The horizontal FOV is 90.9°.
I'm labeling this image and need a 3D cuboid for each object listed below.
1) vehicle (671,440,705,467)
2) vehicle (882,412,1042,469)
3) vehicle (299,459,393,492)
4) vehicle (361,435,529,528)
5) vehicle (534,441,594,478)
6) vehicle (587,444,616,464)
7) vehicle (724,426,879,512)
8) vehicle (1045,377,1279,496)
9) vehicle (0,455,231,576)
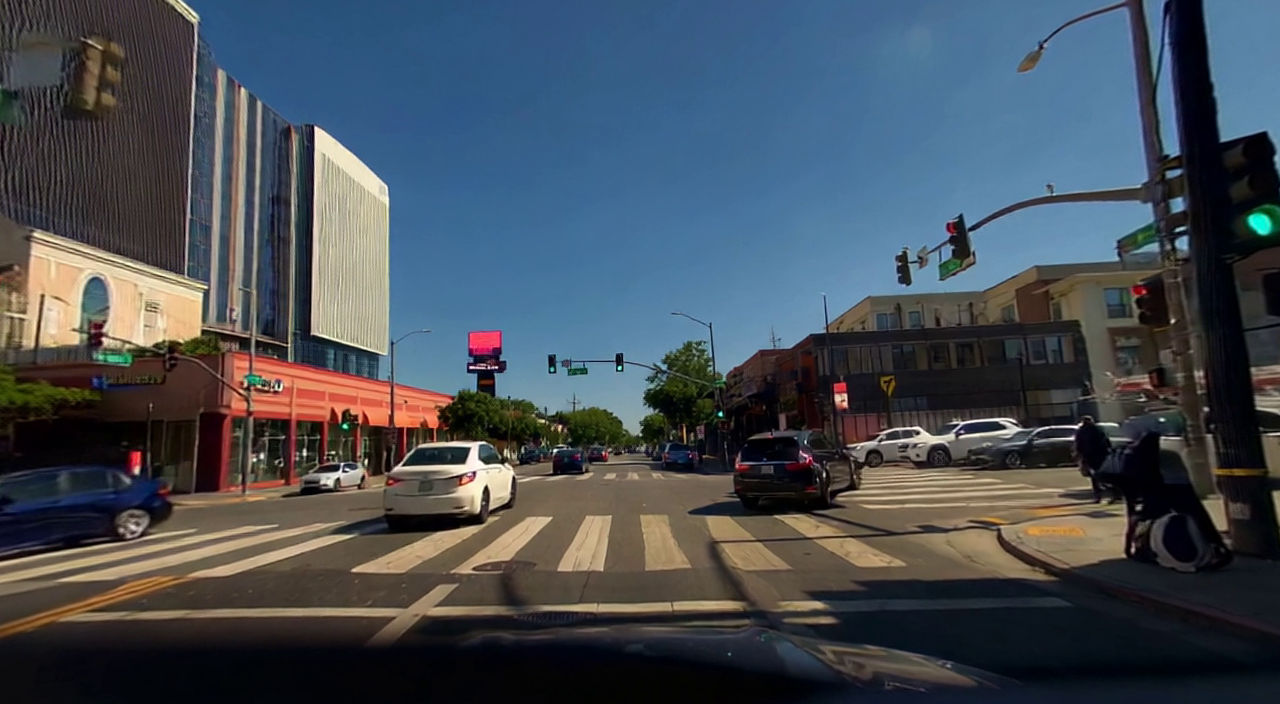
[{"bbox_3d":[3.242,7.014,43.618,1.924,1.765,3.954,0,-8,-2],"label":"vehicle"},{"bbox_3d":[12.633,3.505,25.015,5.004,1.771,2.159,-4,-8,1],"label":"vehicle"},{"bbox_3d":[-15.320,6.423,33.184,1.999,1.466,4.535,-2,-9,14],"label":"vehicle"},{"bbox_3d":[-3.488,2.371,12.105,1.973,1.496,3.713,0,-8,1],"label":"vehicle"},{"bbox_3d":[-3.257,4.686,27.879,1.916,1.487,4.535,0,-8,2],"label":"vehicle"},{"bbox_3d":[-2.983,7.986,49.553,1.888,1.489,3.863,0,-8,1],"label":"vehicle"},{"bbox_3d":[3.627,2.405,13.488,2.153,1.480,4.540,-4,-9,28],"label":"vehicle"},{"bbox_3d":[11.928,1.745,12.969,5.523,2.219,2.251,0,-8,1],"label":"vehicle"},{"bbox_3d":[-9.191,2.470,10.326,1.922,1.457,4.494,0,-8,0],"label":"vehicle"}]
